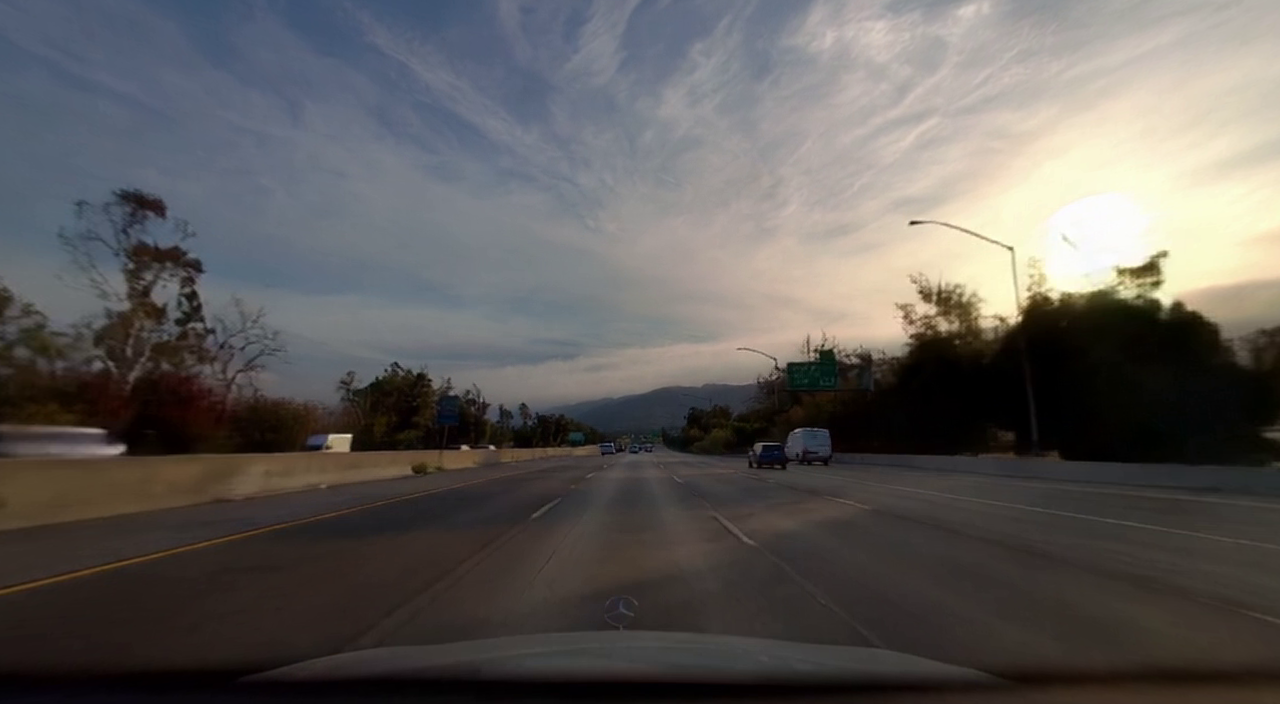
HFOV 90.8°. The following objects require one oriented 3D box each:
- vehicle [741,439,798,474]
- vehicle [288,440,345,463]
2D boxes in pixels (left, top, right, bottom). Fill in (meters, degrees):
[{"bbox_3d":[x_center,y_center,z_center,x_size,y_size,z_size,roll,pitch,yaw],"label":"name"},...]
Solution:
[{"bbox_3d":[6.789,5.533,33.519,2.081,1.705,3.926,0,-9,-1],"label":"vehicle"},{"bbox_3d":[-25.248,7.823,49.541,1.928,1.692,4.781,0,-9,0],"label":"vehicle"}]
